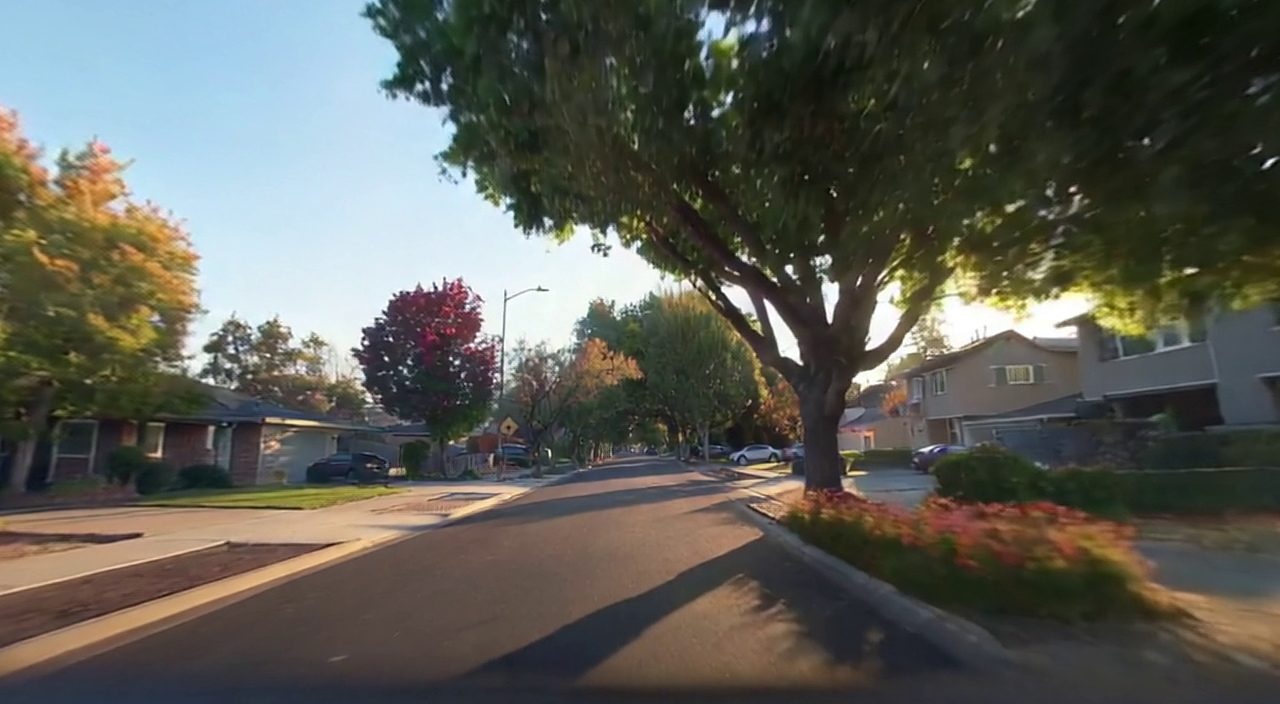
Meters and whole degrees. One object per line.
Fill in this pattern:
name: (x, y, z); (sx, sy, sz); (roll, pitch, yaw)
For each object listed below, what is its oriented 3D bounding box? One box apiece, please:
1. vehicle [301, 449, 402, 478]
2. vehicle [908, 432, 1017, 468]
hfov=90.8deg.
vehicle: (-14.341, 5.548, 31.595); (4.138, 1.355, 1.808); (0, -9, 0)
vehicle: (16.475, 5.001, 32.418); (4.495, 1.724, 1.943); (0, -9, -4)
